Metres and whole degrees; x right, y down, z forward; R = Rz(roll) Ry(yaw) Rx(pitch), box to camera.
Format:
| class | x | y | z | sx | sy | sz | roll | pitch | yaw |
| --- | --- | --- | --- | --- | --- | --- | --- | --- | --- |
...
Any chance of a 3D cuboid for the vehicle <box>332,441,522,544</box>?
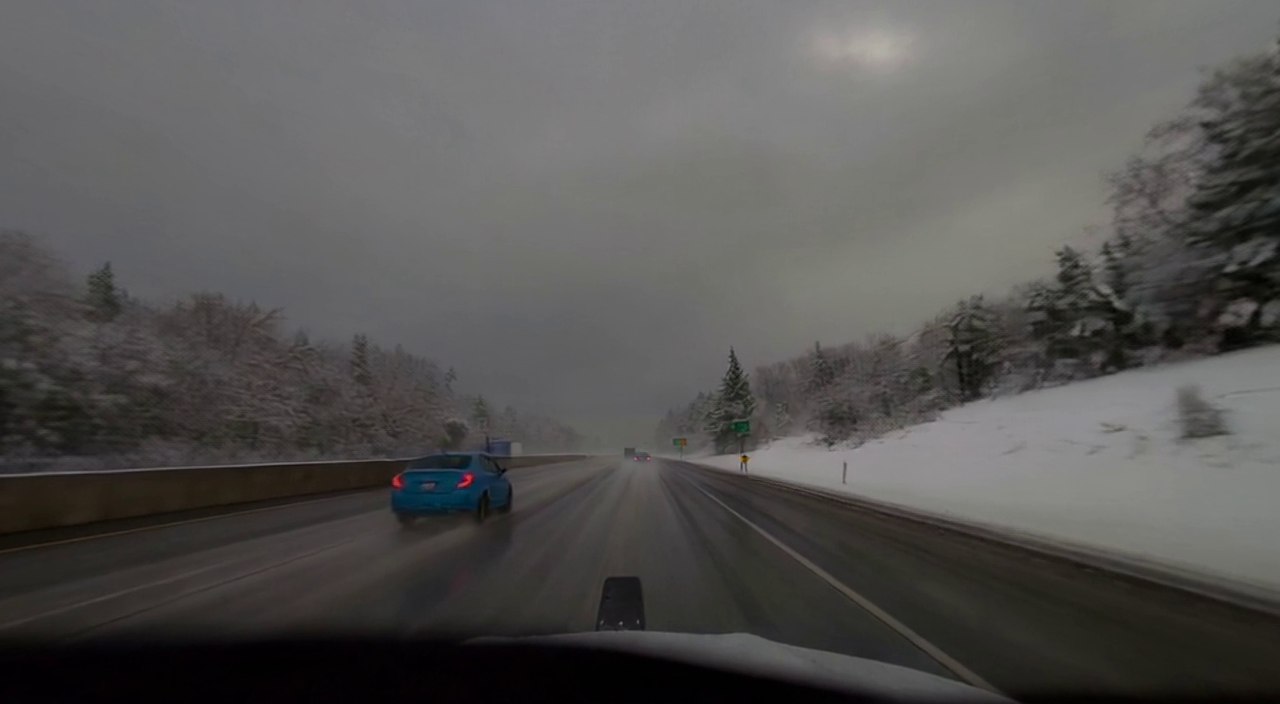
| class | x | y | z | sx | sy | sz | roll | pitch | yaw |
| --- | --- | --- | --- | --- | --- | --- | --- | --- | --- |
| vehicle | -3.518 | 2.392 | 11.376 | 1.978 | 1.498 | 4.080 | 0 | -9 | 0 |

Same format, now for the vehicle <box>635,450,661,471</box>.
| class | x | y | z | sx | sy | sz | roll | pitch | yaw |
| --- | --- | --- | --- | --- | --- | --- | --- | --- | --- |
| vehicle | 0.585 | 8.333 | 48.703 | 1.908 | 1.515 | 3.871 | 0 | -9 | 0 |
